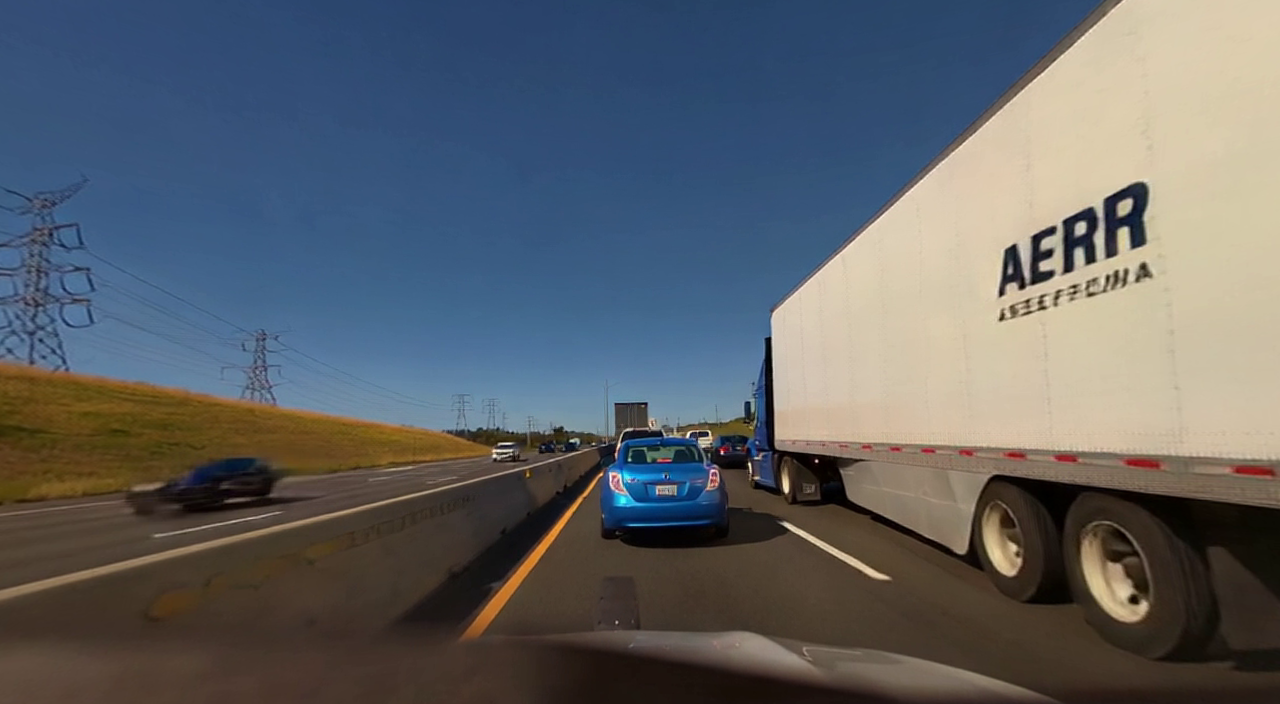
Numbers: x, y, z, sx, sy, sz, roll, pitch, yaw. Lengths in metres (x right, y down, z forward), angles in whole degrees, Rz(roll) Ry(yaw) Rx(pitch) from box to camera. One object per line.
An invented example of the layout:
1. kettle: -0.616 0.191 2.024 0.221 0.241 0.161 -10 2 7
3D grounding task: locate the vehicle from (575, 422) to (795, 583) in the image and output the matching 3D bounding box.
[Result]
1. vehicle: 0.341 1.651 7.700 2.045 1.446 3.597 0 -8 -2

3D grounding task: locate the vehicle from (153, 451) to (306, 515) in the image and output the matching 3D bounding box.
1. vehicle: -11.688 3.704 18.285 1.856 1.559 3.844 -1 -8 0

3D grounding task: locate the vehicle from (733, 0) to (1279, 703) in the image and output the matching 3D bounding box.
1. vehicle: 4.204 0.494 8.868 3.138 4.065 14.276 0 -8 -2
